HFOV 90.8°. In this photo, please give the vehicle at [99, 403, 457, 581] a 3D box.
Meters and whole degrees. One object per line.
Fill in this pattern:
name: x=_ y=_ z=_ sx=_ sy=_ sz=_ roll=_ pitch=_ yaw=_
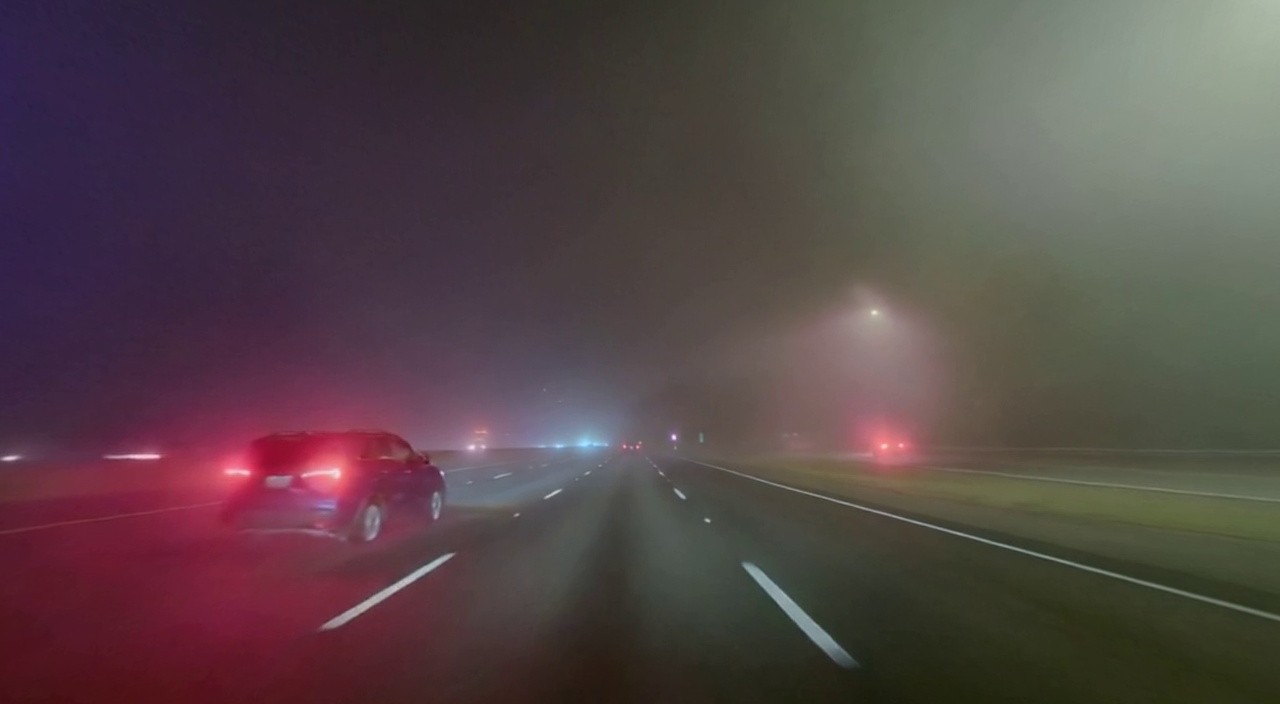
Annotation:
vehicle: x=-4.238 y=1.732 z=8.613 sx=2.102 sy=1.727 sz=4.704 roll=0 pitch=-9 yaw=-1
